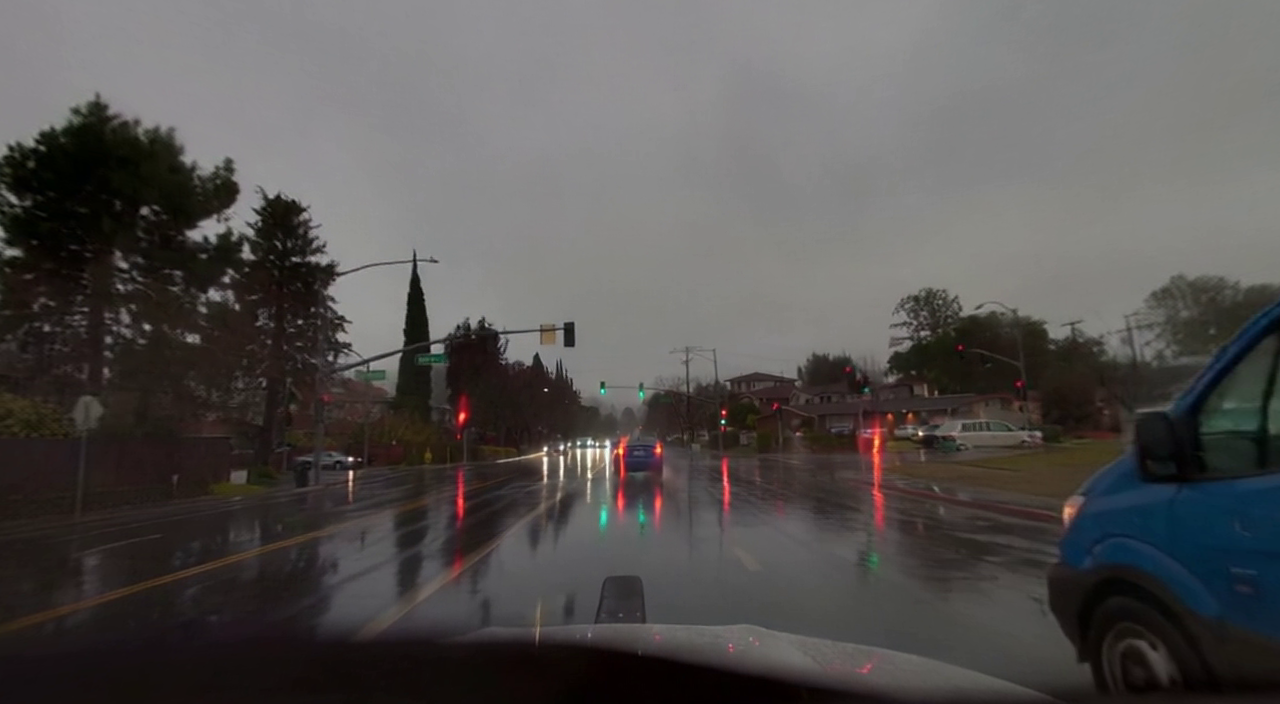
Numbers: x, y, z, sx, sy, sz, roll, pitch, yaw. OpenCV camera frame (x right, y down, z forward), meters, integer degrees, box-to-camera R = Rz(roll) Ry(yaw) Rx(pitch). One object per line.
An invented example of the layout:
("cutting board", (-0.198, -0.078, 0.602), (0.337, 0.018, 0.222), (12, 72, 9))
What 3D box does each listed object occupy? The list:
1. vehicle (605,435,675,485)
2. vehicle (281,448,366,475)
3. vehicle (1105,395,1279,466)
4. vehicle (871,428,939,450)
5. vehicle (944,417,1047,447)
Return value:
("vehicle", (-0.009, 3.517, 20.822), (2.104, 1.462, 3.991), (0, -9, 0))
("vehicle", (-20.963, 7.284, 41.986), (4.588, 1.703, 1.879), (-1, -9, 1))
("vehicle", (16.453, 2.249, 17.904), (4.735, 1.882, 2.087), (-1, -9, 2))
("vehicle", (18.805, 6.219, 44.945), (3.949, 1.505, 1.766), (-1, -9, 1))
("vehicle", (25.440, 5.743, 45.320), (6.041, 1.900, 2.349), (-1, -9, -6))
